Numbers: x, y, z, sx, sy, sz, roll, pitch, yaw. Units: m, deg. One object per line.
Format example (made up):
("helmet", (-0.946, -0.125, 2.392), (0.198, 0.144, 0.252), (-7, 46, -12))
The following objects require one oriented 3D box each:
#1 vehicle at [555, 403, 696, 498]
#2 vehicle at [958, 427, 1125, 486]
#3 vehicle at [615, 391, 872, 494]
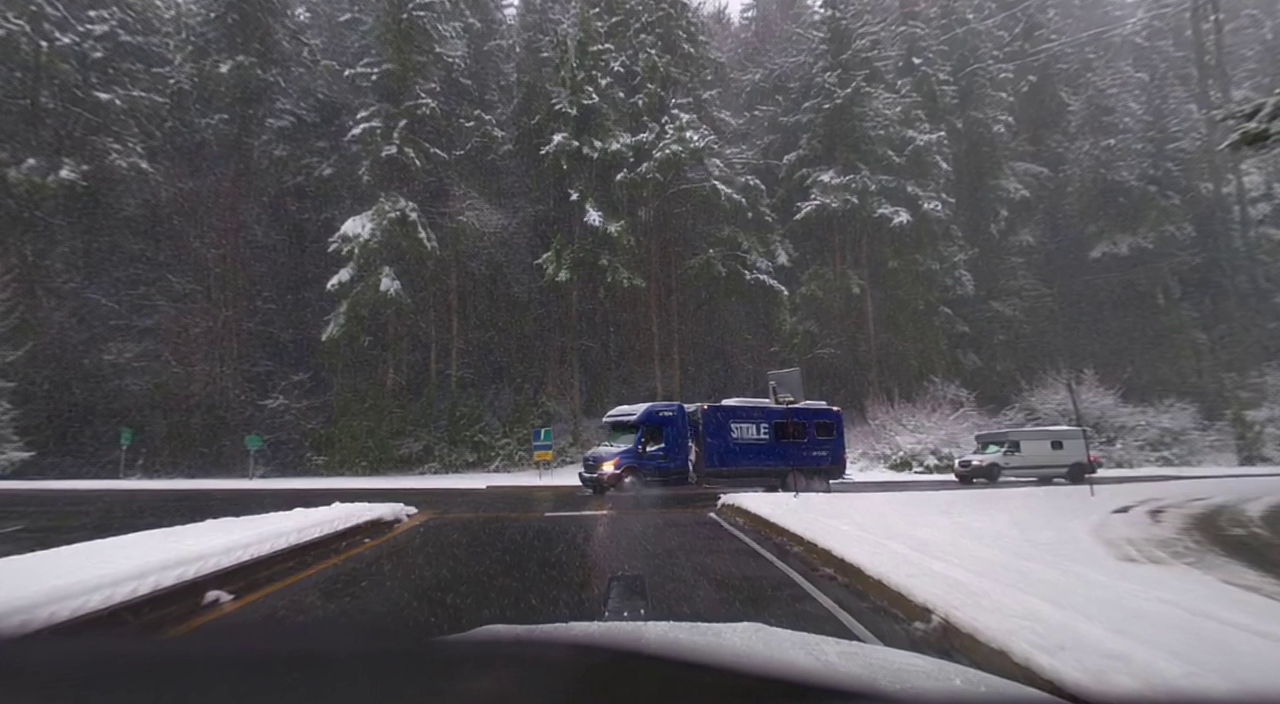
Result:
("vehicle", (-0.601, 3.630, 23.378), (4.552, 3.175, 2.847), (3, -9, -18))
("vehicle", (17.479, 4.555, 27.595), (5.923, 2.424, 2.247), (1, -9, -8))
("vehicle", (4.099, 3.586, 25.011), (9.765, 3.622, 2.740), (3, -9, -18))
